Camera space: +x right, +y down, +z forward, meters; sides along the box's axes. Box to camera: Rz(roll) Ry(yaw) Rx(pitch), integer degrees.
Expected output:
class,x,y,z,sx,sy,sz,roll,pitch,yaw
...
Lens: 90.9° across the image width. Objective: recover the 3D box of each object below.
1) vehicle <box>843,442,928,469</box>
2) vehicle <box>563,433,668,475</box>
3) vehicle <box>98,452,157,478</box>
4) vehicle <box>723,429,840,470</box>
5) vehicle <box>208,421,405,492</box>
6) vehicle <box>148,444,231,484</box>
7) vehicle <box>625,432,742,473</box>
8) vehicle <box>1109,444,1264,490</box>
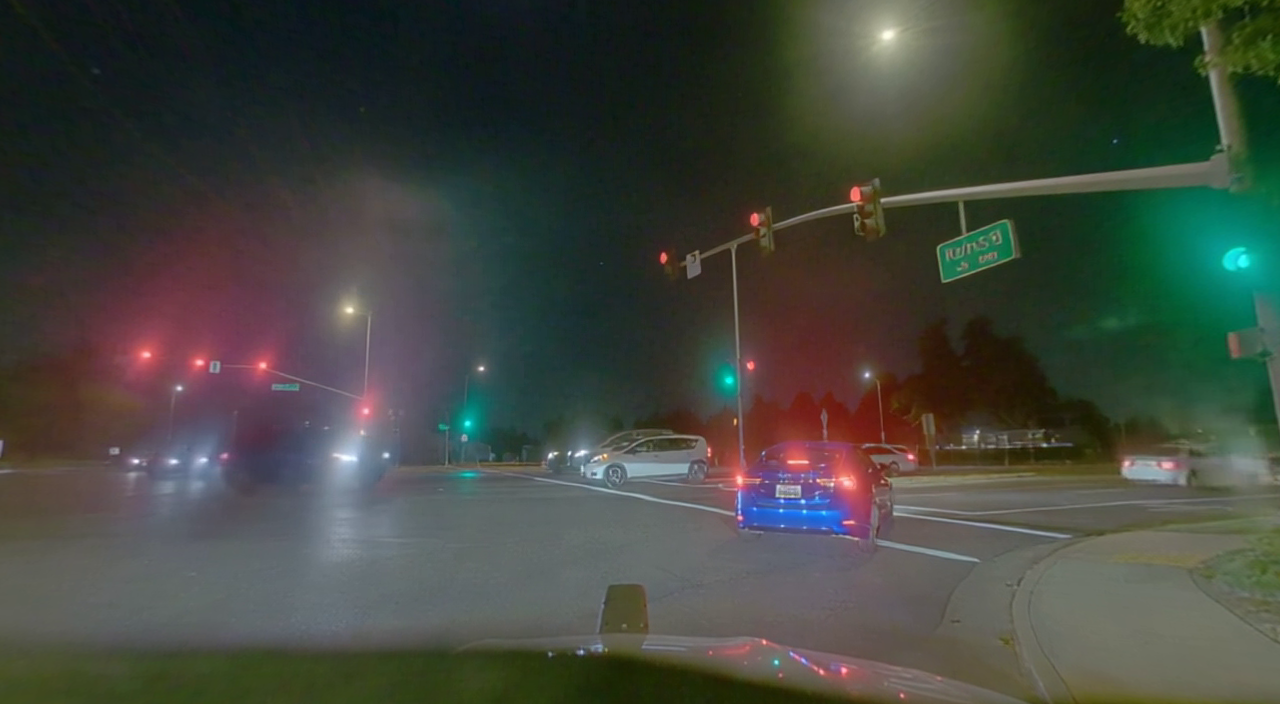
class,x,y,z,sx,sy,sz,roll,pitch,yaw
vehicle,13.829,5.783,35.417,4.457,1.429,1.862,4,-9,-26
vehicle,-1.083,4.579,28.492,4.360,1.749,1.895,4,-10,-28
vehicle,-32.528,7.124,39.941,4.589,1.462,1.953,-7,-11,40
vehicle,7.319,5.064,32.541,5.791,1.964,2.199,5,-10,-26
vehicle,-9.841,3.047,18.565,5.332,1.807,2.450,-5,-10,28
vehicle,-18.811,4.592,26.208,2.000,1.484,4.826,8,-12,-43
vehicle,1.800,4.141,26.142,4.483,1.589,1.852,4,-9,-25
vehicle,18.736,3.868,21.622,4.686,1.425,2.018,3,-9,-23
